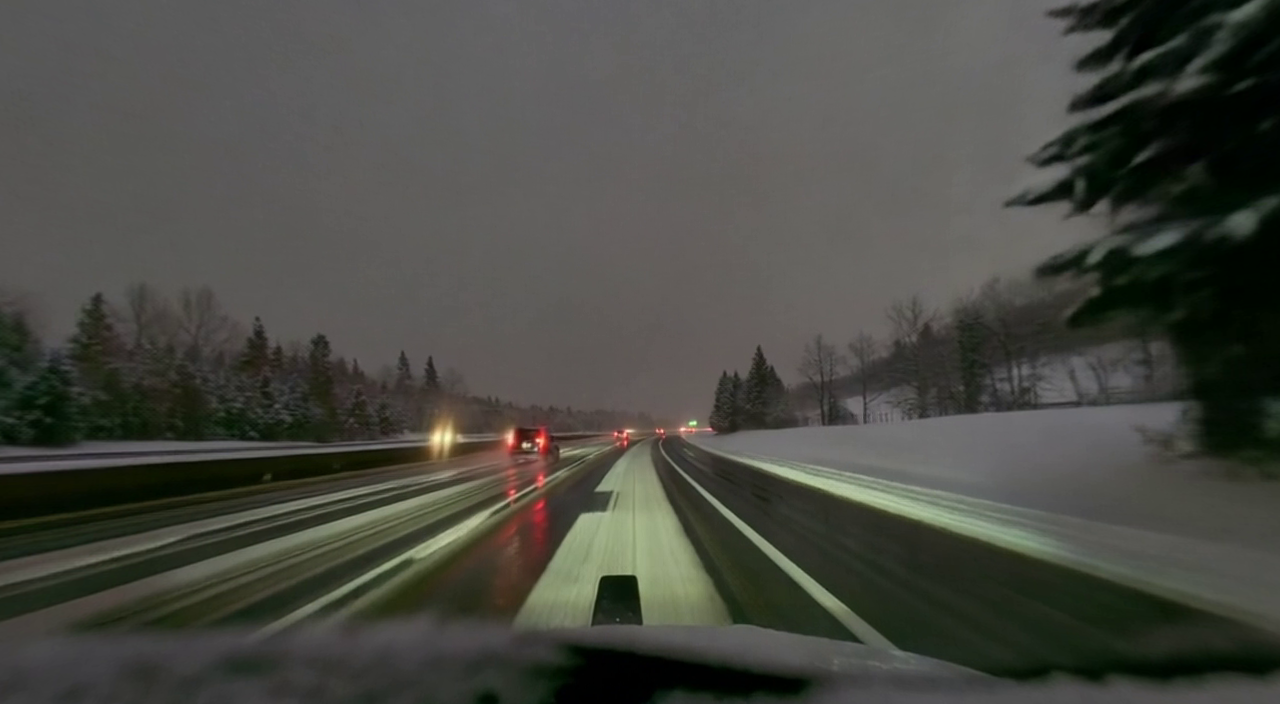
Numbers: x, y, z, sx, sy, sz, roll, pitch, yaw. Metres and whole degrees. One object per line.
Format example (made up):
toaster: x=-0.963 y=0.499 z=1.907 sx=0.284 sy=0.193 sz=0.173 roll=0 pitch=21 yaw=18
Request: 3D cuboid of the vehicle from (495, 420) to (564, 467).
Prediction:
vehicle: x=-4.401 y=3.722 z=25.711 sx=1.980 sy=1.721 sz=4.419 roll=0 pitch=-8 yaw=0
